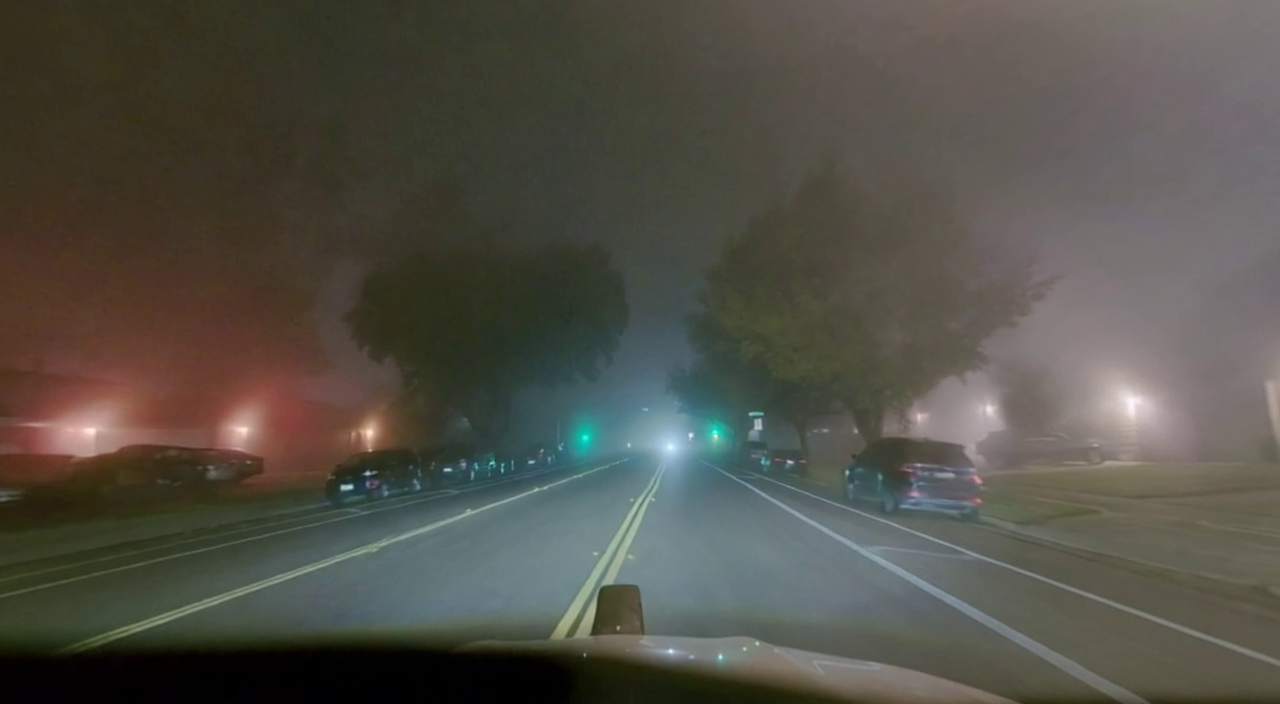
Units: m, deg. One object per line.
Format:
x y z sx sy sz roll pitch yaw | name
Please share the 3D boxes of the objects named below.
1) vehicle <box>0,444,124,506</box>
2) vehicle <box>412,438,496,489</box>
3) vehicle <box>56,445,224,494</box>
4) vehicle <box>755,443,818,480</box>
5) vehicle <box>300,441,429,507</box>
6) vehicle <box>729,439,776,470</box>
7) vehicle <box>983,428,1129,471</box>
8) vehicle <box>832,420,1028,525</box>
-17.449 3.482 17.765 4.282 1.559 1.929 -3 -10 4 | vehicle
-8.541 5.120 29.513 2.225 2.037 5.158 -4 -8 2 | vehicle
-17.339 4.068 22.055 4.206 1.578 1.913 0 -8 1 | vehicle
6.452 4.866 28.364 1.908 1.477 4.920 0 -8 3 | vehicle
-8.950 4.011 21.076 2.117 1.865 4.570 -2 -10 2 | vehicle
6.511 5.987 37.173 2.155 1.668 4.425 0 -8 3 | vehicle
15.401 3.641 23.613 3.966 1.500 1.998 -1 -8 4 | vehicle
5.993 2.540 13.887 2.215 1.886 4.577 0 -8 2 | vehicle
